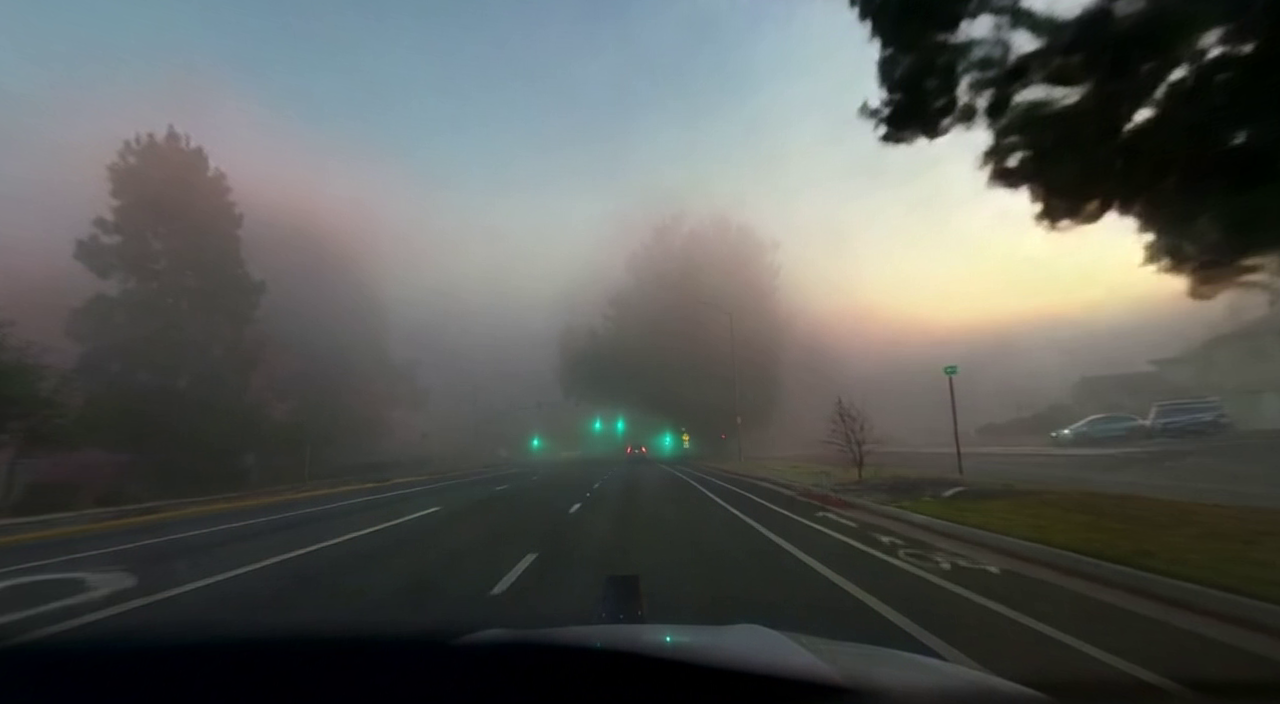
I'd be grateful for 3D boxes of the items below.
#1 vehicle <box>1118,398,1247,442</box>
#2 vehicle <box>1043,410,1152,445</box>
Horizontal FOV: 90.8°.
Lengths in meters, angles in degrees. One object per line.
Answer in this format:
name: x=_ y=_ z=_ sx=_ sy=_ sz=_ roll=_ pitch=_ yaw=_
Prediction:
vehicle: x=26.692 y=3.434 z=31.350 sx=2.081 sy=1.949 sz=4.635 roll=3 pitch=-8 yaw=-5
vehicle: x=22.777 y=3.858 z=31.716 sx=1.911 sy=1.598 sz=4.322 roll=1 pitch=-9 yaw=-6
